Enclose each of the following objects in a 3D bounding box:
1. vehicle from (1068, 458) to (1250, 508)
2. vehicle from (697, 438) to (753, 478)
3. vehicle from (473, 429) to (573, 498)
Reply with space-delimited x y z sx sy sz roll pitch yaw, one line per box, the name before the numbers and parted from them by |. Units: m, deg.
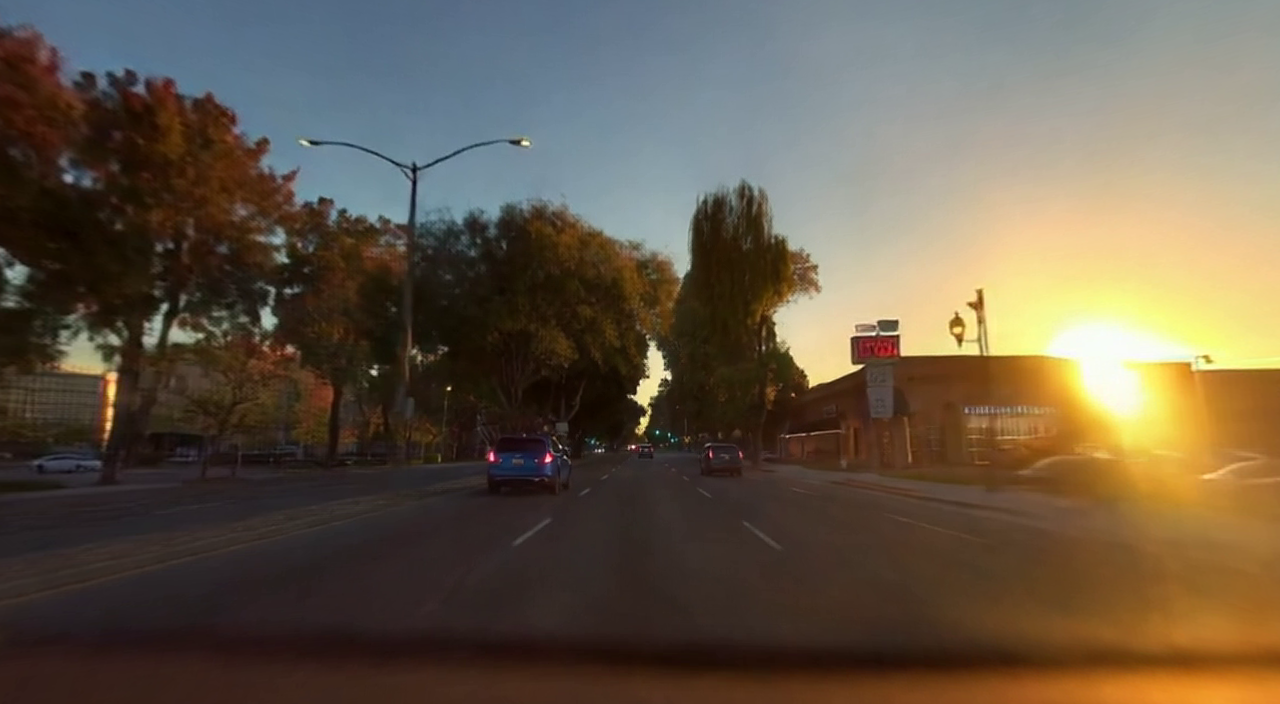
vehicle | 16.477 4.147 20.163 4.211 1.443 1.819 1 -9 -1
vehicle | 4.086 5.167 30.958 2.083 1.779 4.347 1 -9 -1
vehicle | -3.356 3.313 19.016 2.047 1.810 4.414 0 -9 1
